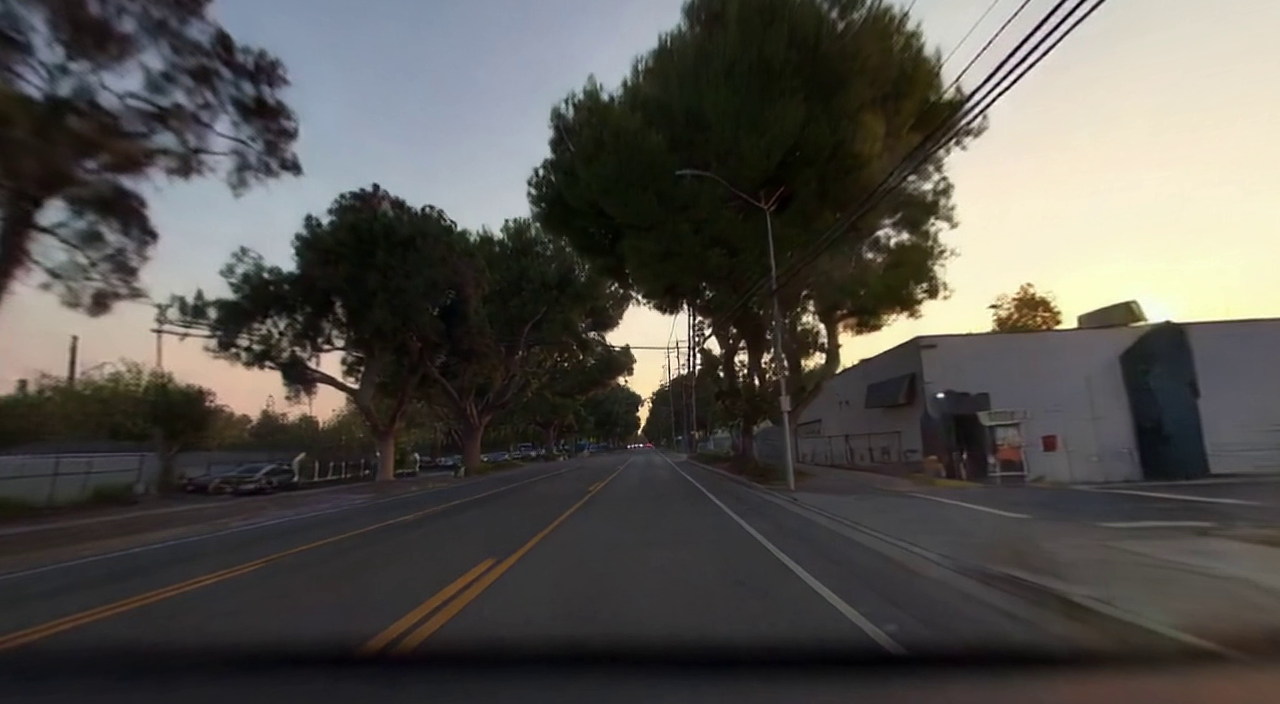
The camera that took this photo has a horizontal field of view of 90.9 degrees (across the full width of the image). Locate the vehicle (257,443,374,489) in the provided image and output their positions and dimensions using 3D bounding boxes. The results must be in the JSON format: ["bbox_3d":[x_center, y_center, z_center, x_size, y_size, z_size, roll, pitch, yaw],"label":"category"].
[{"bbox_3d":[-14.120,4.962,27.892,1.949,1.735,5.568,-2,-8,4],"label":"vehicle"}]

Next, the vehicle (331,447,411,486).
[{"bbox_3d":[-14.118,6.024,33.474,2.053,1.772,5.189,-3,-9,0],"label":"vehicle"}]

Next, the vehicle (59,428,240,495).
[{"bbox_3d":[-22.009,4.850,28.848,2.753,2.286,6.659,-8,-7,3],"label":"vehicle"}]

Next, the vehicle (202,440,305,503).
[{"bbox_3d":[-16.646,5.107,27.388,1.972,1.891,3.936,0,1,2],"label":"vehicle"}]
